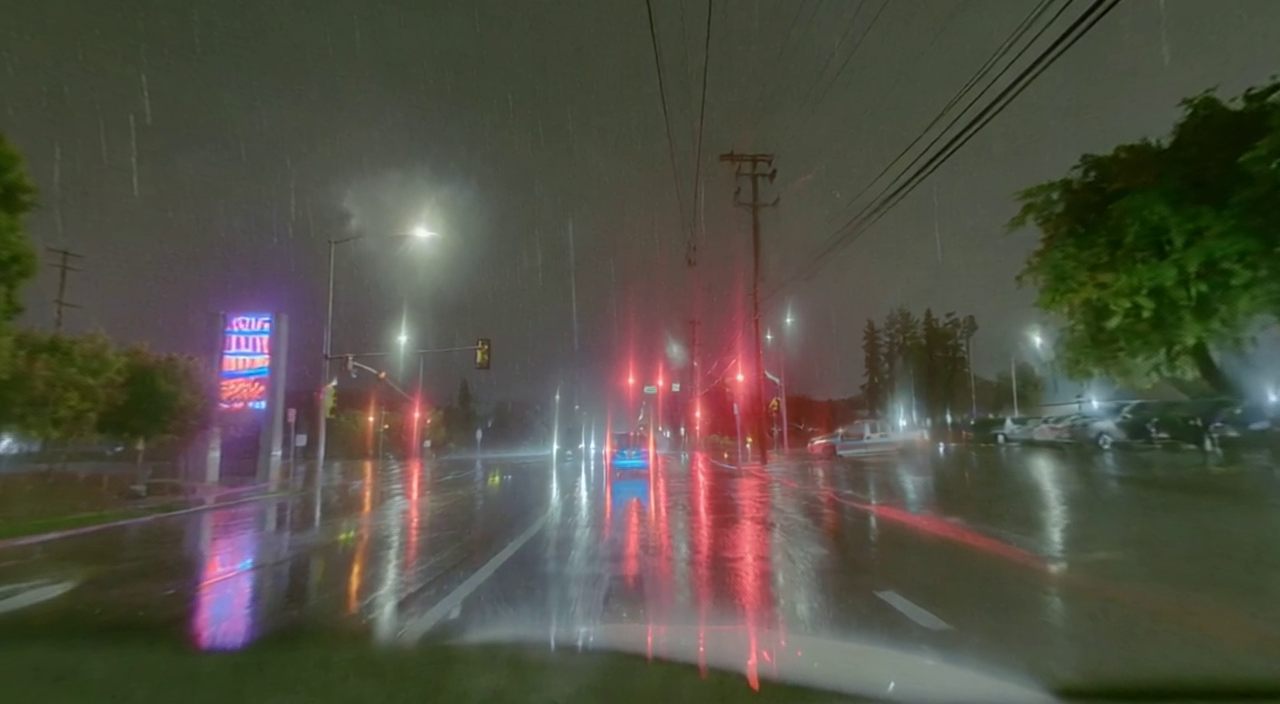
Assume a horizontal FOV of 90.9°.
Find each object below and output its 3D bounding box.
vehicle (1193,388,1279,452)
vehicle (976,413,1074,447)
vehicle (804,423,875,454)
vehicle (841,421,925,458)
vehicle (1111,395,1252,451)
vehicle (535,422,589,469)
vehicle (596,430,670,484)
[{"bbox_3d":[18.862,2.090,18.896,3.791,1.720,1.992,4,-9,-27],"label":"vehicle"},{"bbox_3d":[18.443,3.764,30.184,4.446,1.511,1.977,4,-9,-29],"label":"vehicle"},{"bbox_3d":[10.337,4.549,33.027,1.842,1.471,4.481,1,-8,-6],"label":"vehicle"},{"bbox_3d":[10.267,3.773,27.062,1.888,1.455,4.268,0,-8,0],"label":"vehicle"},{"bbox_3d":[18.450,2.474,21.498,4.206,1.722,2.100,4,-9,-28],"label":"vehicle"},{"bbox_3d":[-3.332,4.003,27.156,2.106,1.852,4.512,1,-8,-7],"label":"vehicle"},{"bbox_3d":[-0.292,3.242,19.792,2.070,1.481,4.216,0,-8,-2],"label":"vehicle"}]
